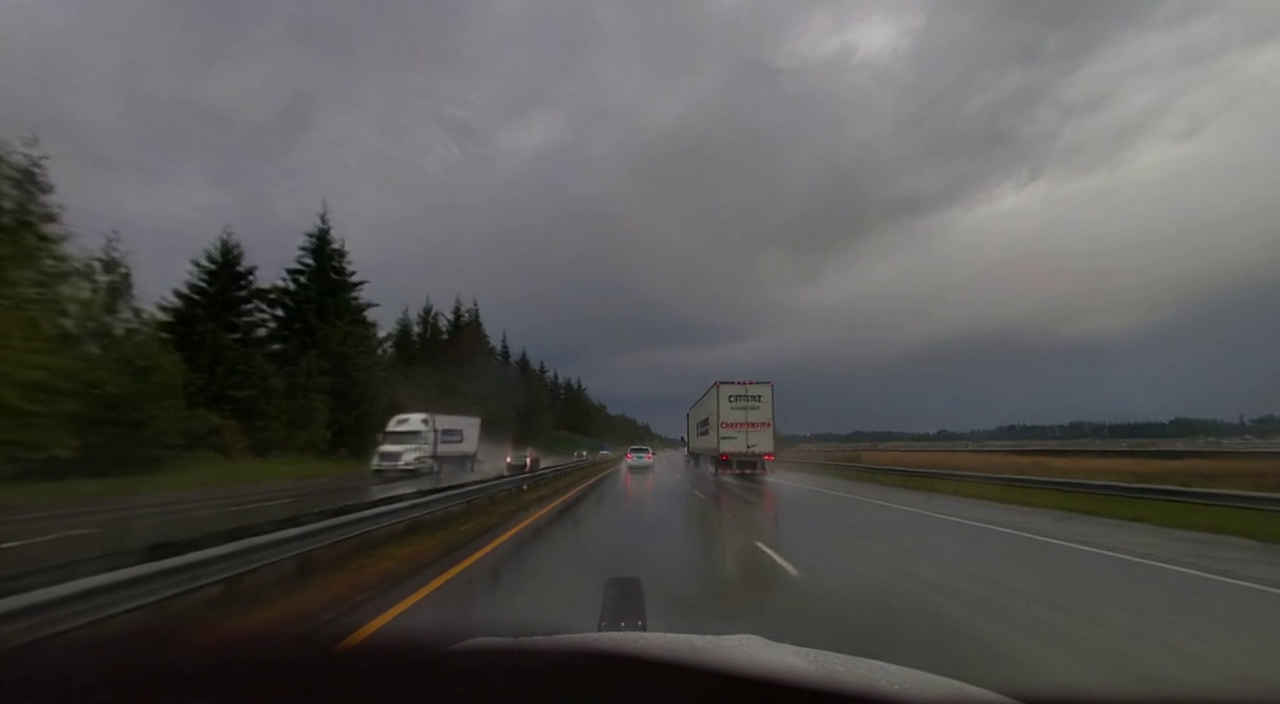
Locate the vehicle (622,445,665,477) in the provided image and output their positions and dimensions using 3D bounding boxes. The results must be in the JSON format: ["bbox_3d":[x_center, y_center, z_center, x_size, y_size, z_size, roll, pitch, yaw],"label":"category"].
[{"bbox_3d":[0.181,5.527,32.138,2.074,1.475,3.960,0,-9,0],"label":"vehicle"}]

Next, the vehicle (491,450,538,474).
[{"bbox_3d":[-8.158,7.188,41.390,1.975,1.514,4.708,0,-9,2],"label":"vehicle"}]

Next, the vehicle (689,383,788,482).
[{"bbox_3d":[4.633,4.455,33.329,2.909,4.074,14.457,0,-9,0],"label":"vehicle"}]

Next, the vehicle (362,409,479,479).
[{"bbox_3d":[-13.247,5.795,39.491,3.135,3.736,10.955,0,-9,2],"label":"vehicle"}]
